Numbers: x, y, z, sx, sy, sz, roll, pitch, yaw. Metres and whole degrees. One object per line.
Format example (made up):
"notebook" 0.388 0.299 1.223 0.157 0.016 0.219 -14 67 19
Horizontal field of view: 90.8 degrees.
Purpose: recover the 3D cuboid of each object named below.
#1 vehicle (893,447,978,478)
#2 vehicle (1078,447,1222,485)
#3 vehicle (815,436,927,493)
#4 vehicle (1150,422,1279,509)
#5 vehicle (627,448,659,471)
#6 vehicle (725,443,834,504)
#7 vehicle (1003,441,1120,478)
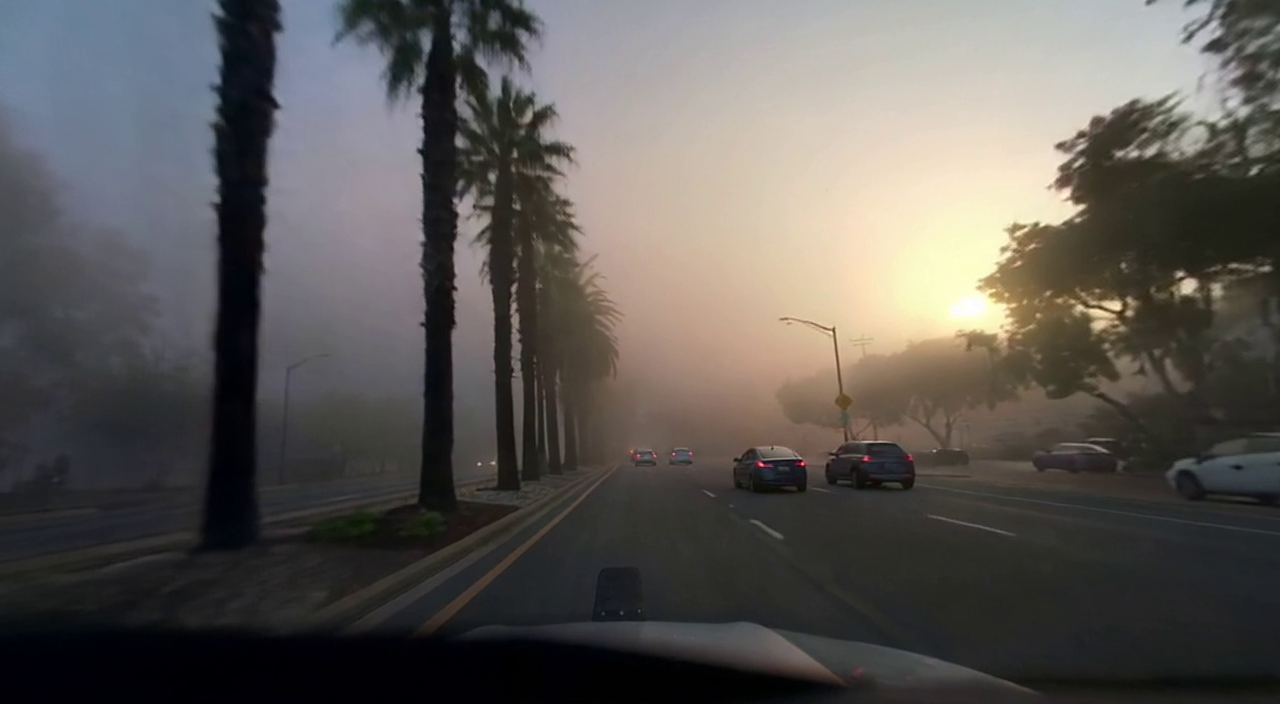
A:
"vehicle" 15.166 5.685 32.753 2.001 1.463 4.781 0 -9 -2
"vehicle" 21.517 4.810 27.000 1.881 1.457 5.022 0 -9 -1
"vehicle" 7.305 3.601 20.533 1.916 1.646 4.258 0 -9 -1
"vehicle" 15.169 2.617 14.678 2.267 1.881 5.087 0 -9 -1
"vehicle" 0.175 7.198 42.492 2.031 1.444 4.361 0 -9 -1
"vehicle" 3.699 3.285 17.610 1.875 1.452 4.453 0 -9 -2
"vehicle" 21.615 5.491 32.760 2.109 1.697 5.547 0 -8 -2
